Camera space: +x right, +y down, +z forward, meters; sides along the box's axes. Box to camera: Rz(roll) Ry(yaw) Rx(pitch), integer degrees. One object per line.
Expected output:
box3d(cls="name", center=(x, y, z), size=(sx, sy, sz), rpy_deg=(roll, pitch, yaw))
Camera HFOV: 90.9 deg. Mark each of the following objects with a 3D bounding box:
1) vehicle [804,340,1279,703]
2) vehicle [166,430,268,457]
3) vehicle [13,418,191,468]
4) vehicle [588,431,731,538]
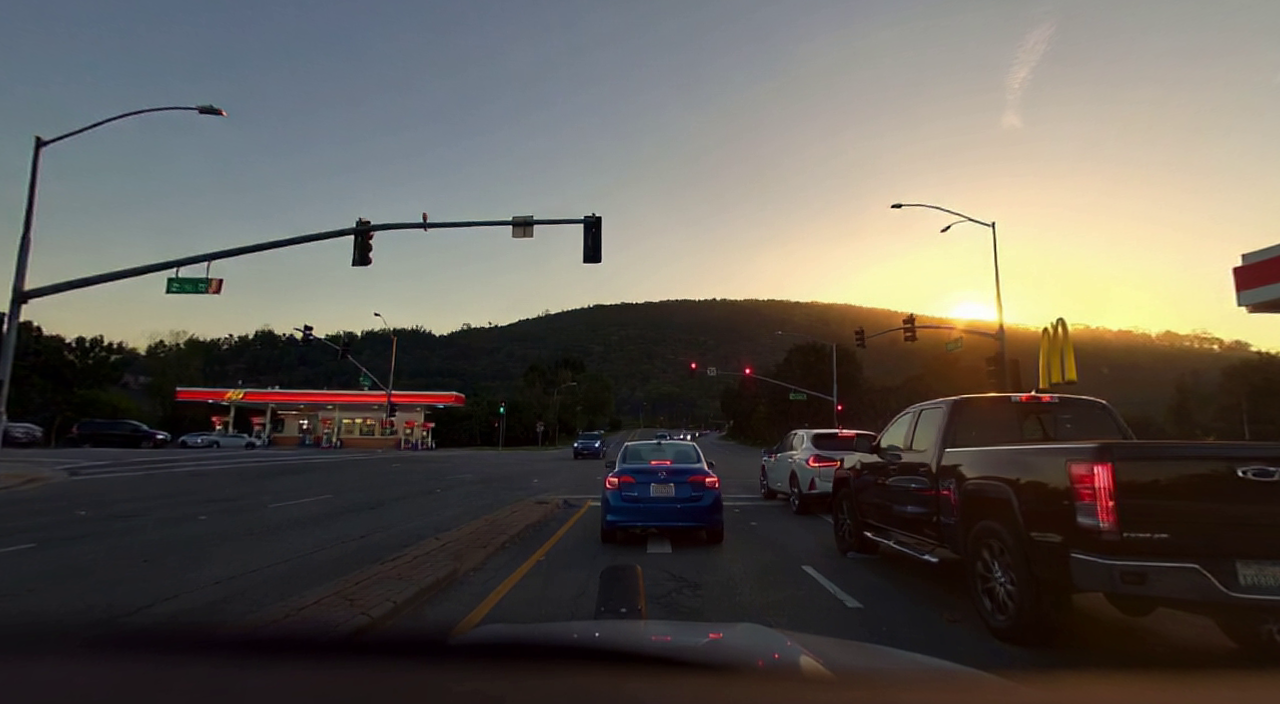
box3d(cls="vehicle", center=(3.539, 1.313, 6.108), size=(2.277, 1.871, 6.143), rpy_deg=(0, -8, 0))
box3d(cls="vehicle", center=(-23.094, 5.034, 34.511), size=(4.326, 1.420, 1.798), rpy_deg=(-1, -8, 4))
box3d(cls="vehicle", center=(-19.682, 3.361, 23.229), size=(4.742, 1.720, 2.107), rpy_deg=(-1, -8, 5))
box3d(cls="vehicle", center=(0.269, 2.174, 10.954), size=(2.027, 1.494, 3.824), rpy_deg=(0, -8, 0))
